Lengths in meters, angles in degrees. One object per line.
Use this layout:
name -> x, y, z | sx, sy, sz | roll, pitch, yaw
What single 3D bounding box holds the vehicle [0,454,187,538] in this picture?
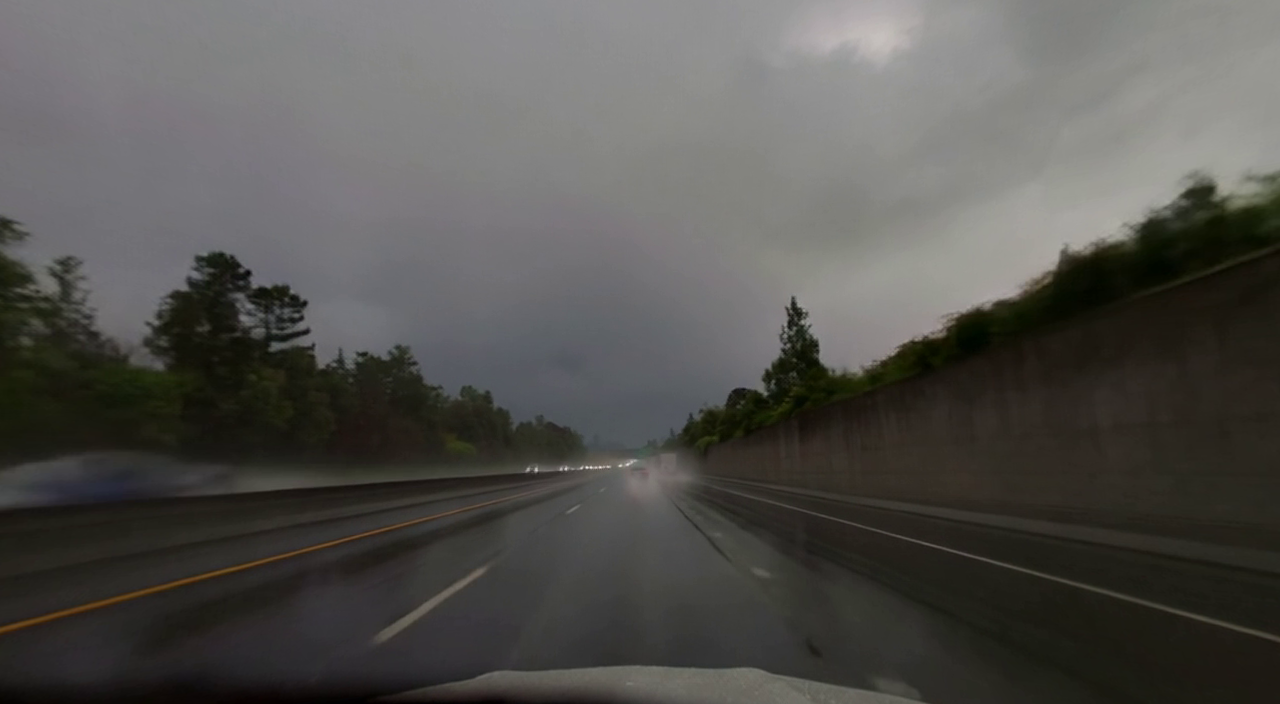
vehicle -> -12.257, 2.920, 13.252 | 1.885, 1.461, 4.779 | 1, -10, 0
